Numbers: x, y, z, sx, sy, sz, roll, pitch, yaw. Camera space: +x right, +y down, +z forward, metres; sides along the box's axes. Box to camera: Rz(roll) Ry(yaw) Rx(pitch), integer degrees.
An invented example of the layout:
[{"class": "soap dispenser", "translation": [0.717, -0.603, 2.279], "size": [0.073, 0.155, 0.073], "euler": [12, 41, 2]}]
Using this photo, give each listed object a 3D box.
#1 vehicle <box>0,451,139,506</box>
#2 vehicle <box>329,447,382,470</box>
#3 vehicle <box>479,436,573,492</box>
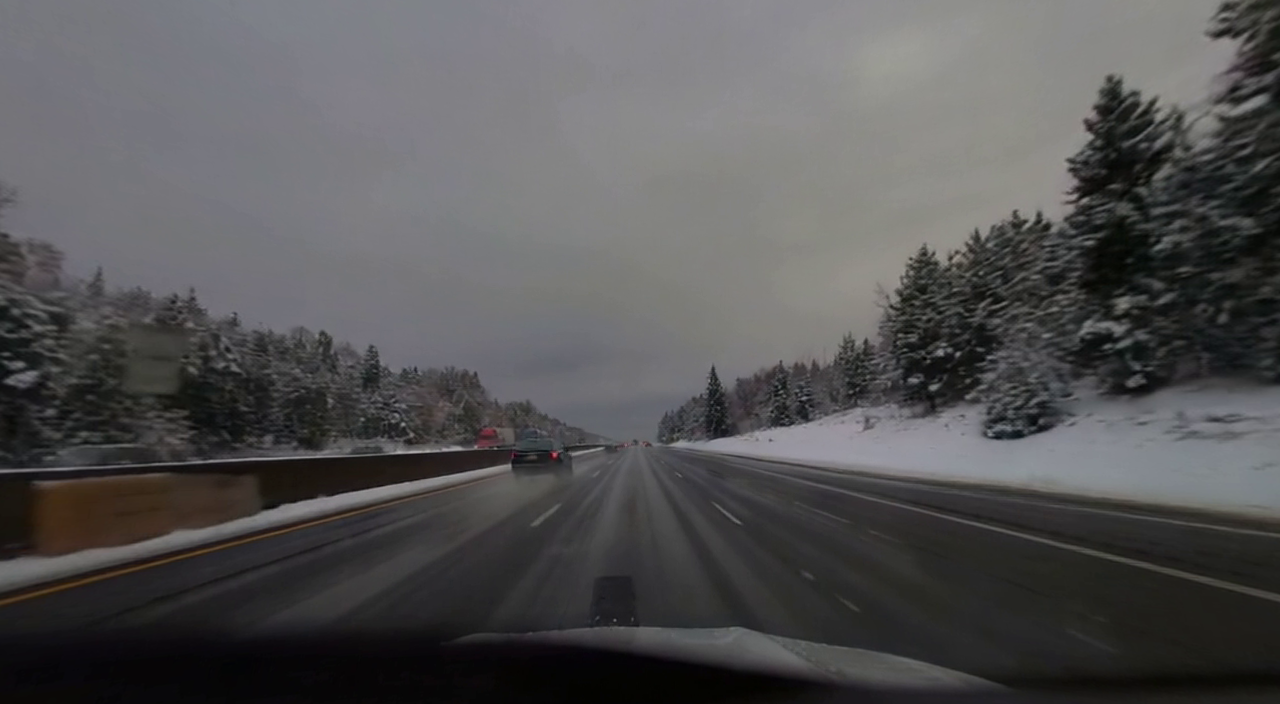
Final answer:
[{"class": "vehicle", "translation": [-18.495, 3.916, 19.855], "size": [1.868, 1.466, 4.235], "euler": [-1, -8, 1]}, {"class": "vehicle", "translation": [-20.273, 7.554, 45.002], "size": [1.918, 1.521, 4.021], "euler": [0, -8, -1]}, {"class": "vehicle", "translation": [-3.501, 3.526, 20.248], "size": [2.158, 1.562, 4.373], "euler": [-1, -8, 1]}]
